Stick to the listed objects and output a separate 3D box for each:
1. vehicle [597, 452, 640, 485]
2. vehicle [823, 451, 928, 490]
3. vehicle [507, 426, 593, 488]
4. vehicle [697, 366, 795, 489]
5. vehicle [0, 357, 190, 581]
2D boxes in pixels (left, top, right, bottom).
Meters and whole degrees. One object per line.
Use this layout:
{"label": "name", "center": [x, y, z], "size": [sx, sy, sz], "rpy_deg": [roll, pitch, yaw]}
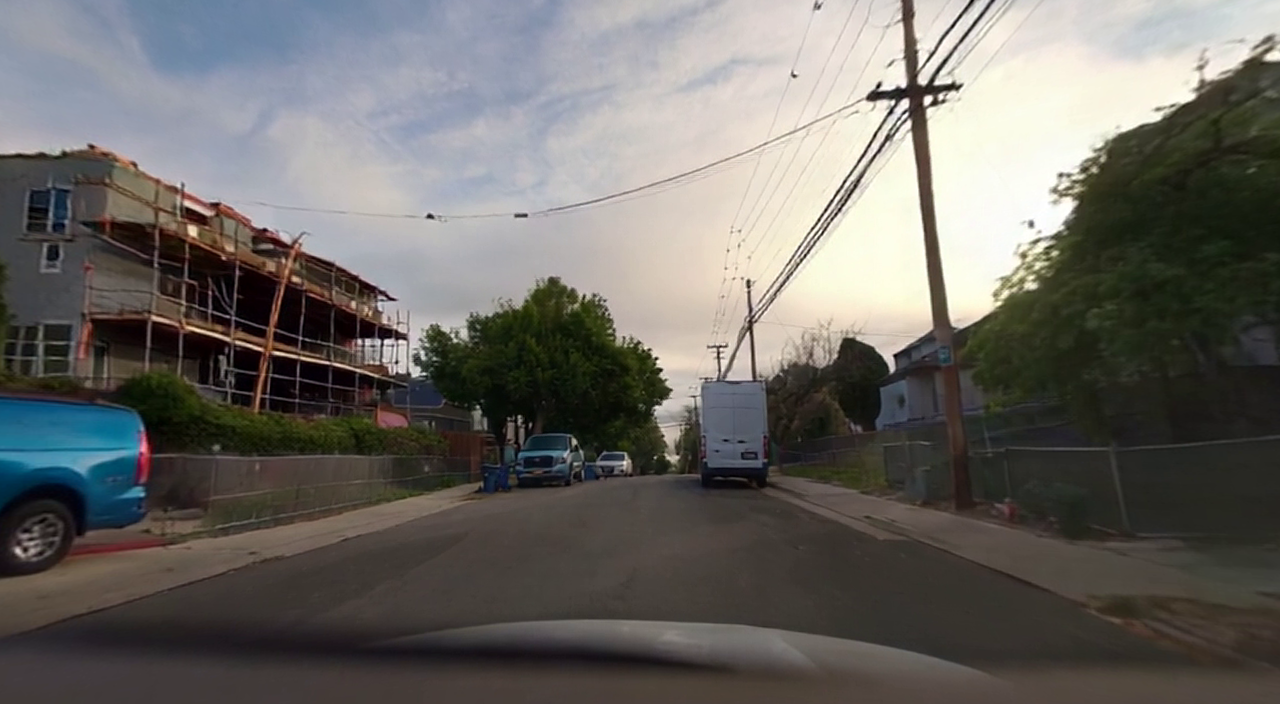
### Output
{"label": "vehicle", "center": [-1.317, 7.501, 40.986], "size": [2.257, 1.916, 5.089], "rpy_deg": [-1, -8, 5]}
{"label": "vehicle", "center": [13.290, 6.712, 35.868], "size": [5.321, 1.857, 1.976], "rpy_deg": [-1, -3, 12]}
{"label": "vehicle", "center": [-3.342, 3.949, 24.397], "size": [2.171, 1.910, 4.789], "rpy_deg": [-2, -4, 5]}
{"label": "vehicle", "center": [3.724, 3.228, 24.603], "size": [2.915, 3.793, 9.963], "rpy_deg": [0, -11, 5]}
{"label": "vehicle", "center": [-6.811, 0.877, 4.545], "size": [2.238, 1.895, 5.648], "rpy_deg": [-2, -9, 11]}
